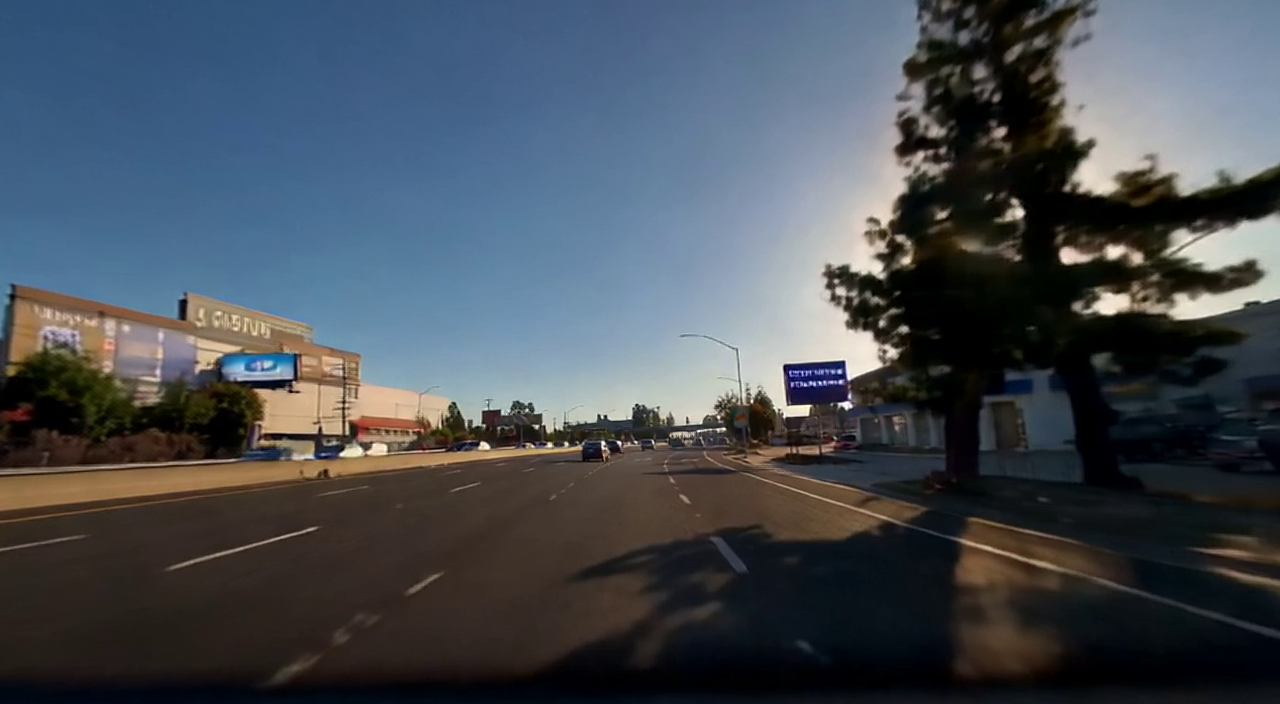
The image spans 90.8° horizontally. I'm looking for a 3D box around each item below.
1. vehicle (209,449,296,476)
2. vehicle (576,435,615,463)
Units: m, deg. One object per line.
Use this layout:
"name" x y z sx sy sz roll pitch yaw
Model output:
"vehicle" -22.523 6.416 36.986 1.985 1.480 4.611 -1 -9 3
"vehicle" -2.991 6.596 43.020 2.139 1.782 4.079 -1 -8 3
